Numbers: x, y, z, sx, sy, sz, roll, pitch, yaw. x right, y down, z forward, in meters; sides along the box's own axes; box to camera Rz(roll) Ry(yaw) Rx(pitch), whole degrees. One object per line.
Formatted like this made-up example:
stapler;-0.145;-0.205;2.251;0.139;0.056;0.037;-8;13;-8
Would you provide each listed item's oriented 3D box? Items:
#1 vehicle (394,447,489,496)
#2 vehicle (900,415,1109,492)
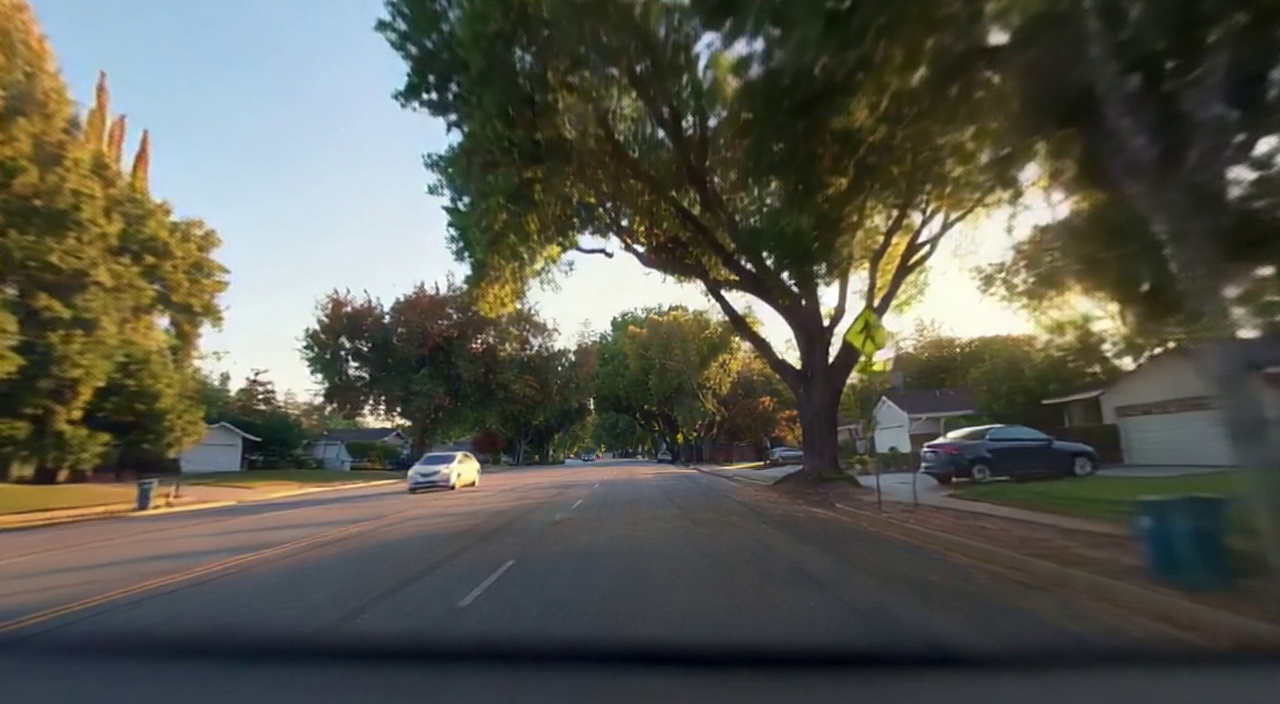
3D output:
vehicle;-7.183;4.338;23.389;1.951;1.613;4.654;0;-8;1
vehicle;10.536;3.032;18.606;4.583;1.853;2.260;-2;-14;-2
